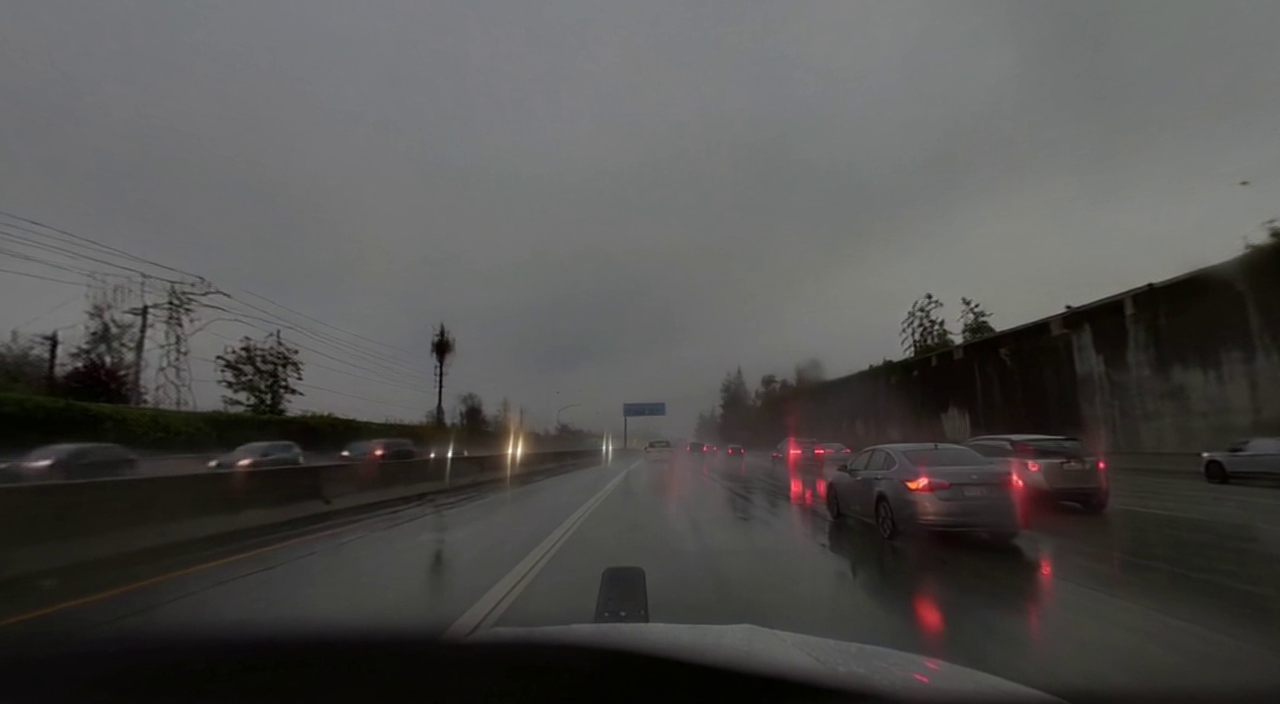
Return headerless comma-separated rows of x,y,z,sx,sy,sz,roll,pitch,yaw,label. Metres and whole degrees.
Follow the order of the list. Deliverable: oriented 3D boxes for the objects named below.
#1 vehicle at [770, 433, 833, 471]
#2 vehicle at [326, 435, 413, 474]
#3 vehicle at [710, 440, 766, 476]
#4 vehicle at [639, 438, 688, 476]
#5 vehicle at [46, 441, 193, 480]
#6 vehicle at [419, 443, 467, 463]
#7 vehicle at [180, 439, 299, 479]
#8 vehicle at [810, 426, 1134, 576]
8.207,5.148,32.549,2.041,1.821,4.562,0,-8,0,vehicle
-12.902,4.921,30.412,1.958,1.720,4.610,0,-8,2,vehicle
4.350,4.760,28.571,1.936,1.465,4.060,0,-8,0,vehicle
1.015,4.687,28.324,2.042,1.581,3.769,0,-8,1,vehicle
-21.241,4.432,26.069,1.923,1.464,4.740,0,-8,2,vehicle
-15.523,7.977,49.986,2.041,1.480,4.759,-1,-8,3,vehicle
-16.931,4.530,26.995,1.870,1.544,4.636,0,-8,2,vehicle
3.921,1.817,8.572,1.986,1.478,4.429,0,-8,0,vehicle
